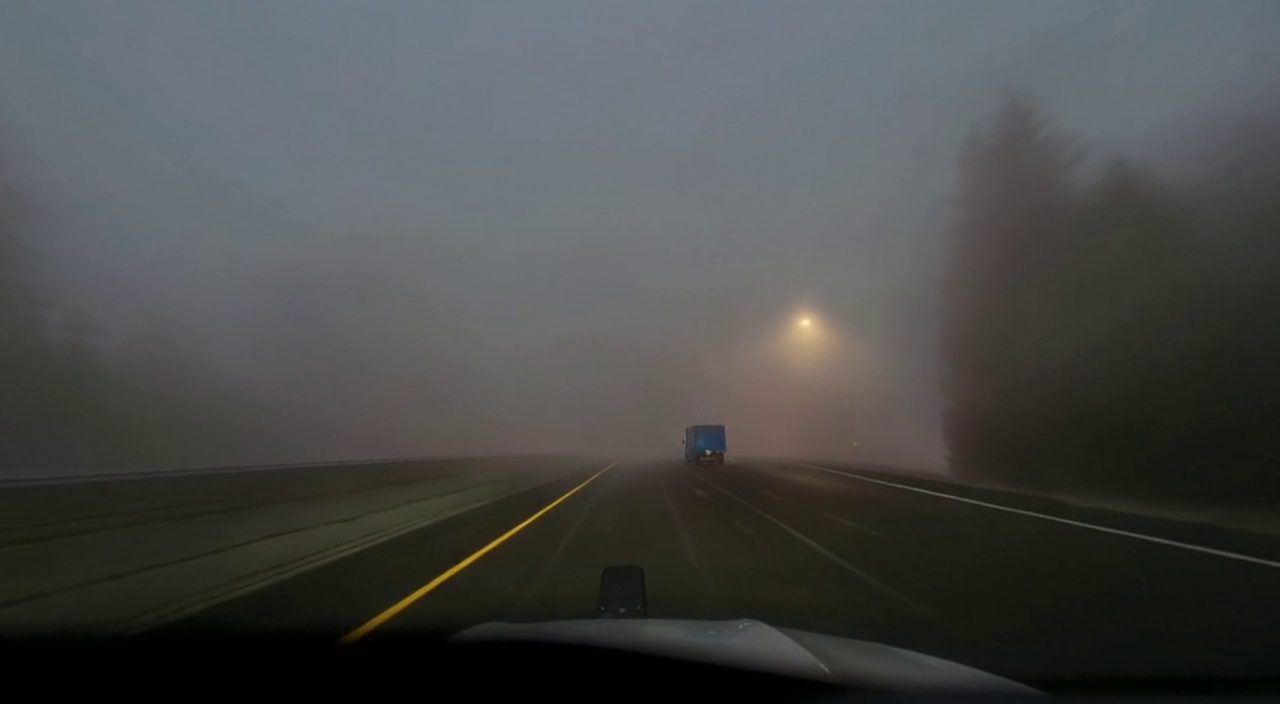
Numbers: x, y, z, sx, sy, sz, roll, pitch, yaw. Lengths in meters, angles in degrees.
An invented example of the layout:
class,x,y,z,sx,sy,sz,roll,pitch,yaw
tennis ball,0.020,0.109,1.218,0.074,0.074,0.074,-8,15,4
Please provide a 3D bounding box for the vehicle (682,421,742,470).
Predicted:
class,x,y,z,sx,sy,sz,roll,pitch,yaw
vehicle,3.945,5.304,35.708,2.430,2.495,6.062,0,-8,-2
